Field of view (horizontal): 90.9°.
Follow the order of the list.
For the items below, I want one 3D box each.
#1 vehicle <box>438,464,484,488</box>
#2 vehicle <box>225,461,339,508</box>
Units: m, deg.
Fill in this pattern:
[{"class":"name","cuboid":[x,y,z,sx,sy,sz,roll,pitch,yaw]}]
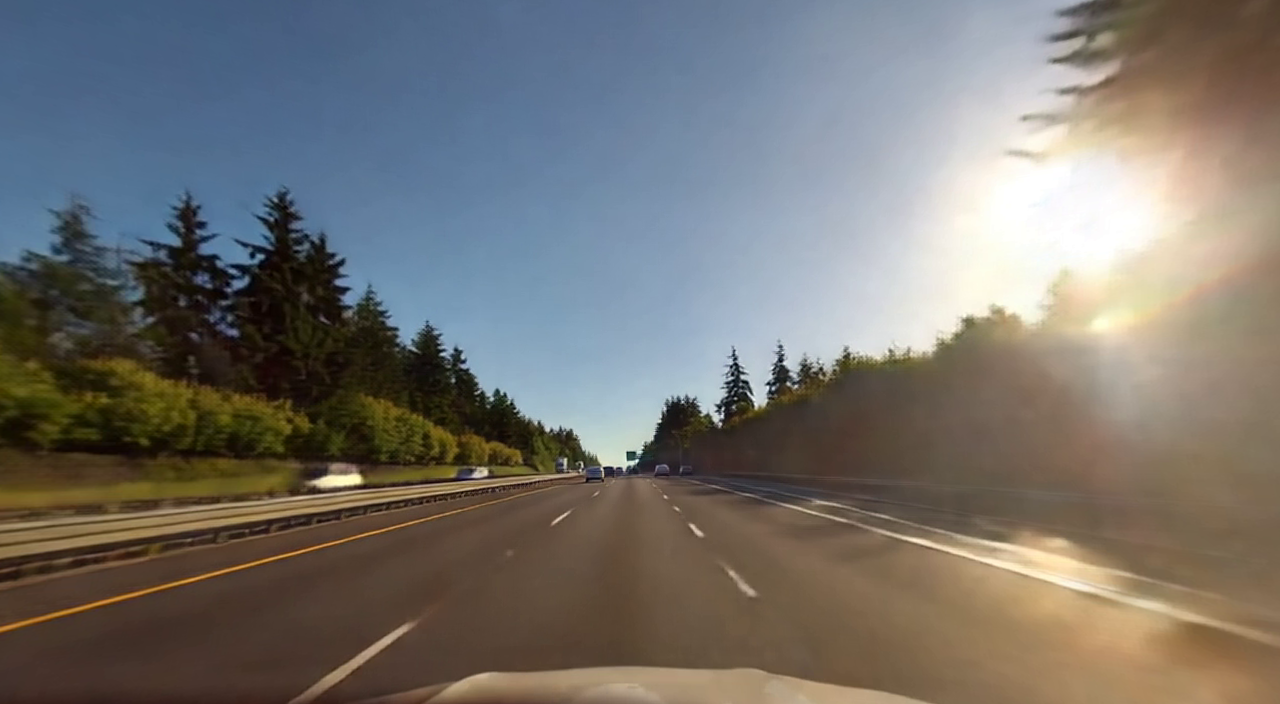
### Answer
[{"class":"vehicle","cuboid":[-12.268,8.520,43.426,1.864,1.517,4.275,1,-11,1]},{"class":"vehicle","cuboid":[-12.704,4.735,22.676,1.879,1.481,3.672,1,-11,0]}]
